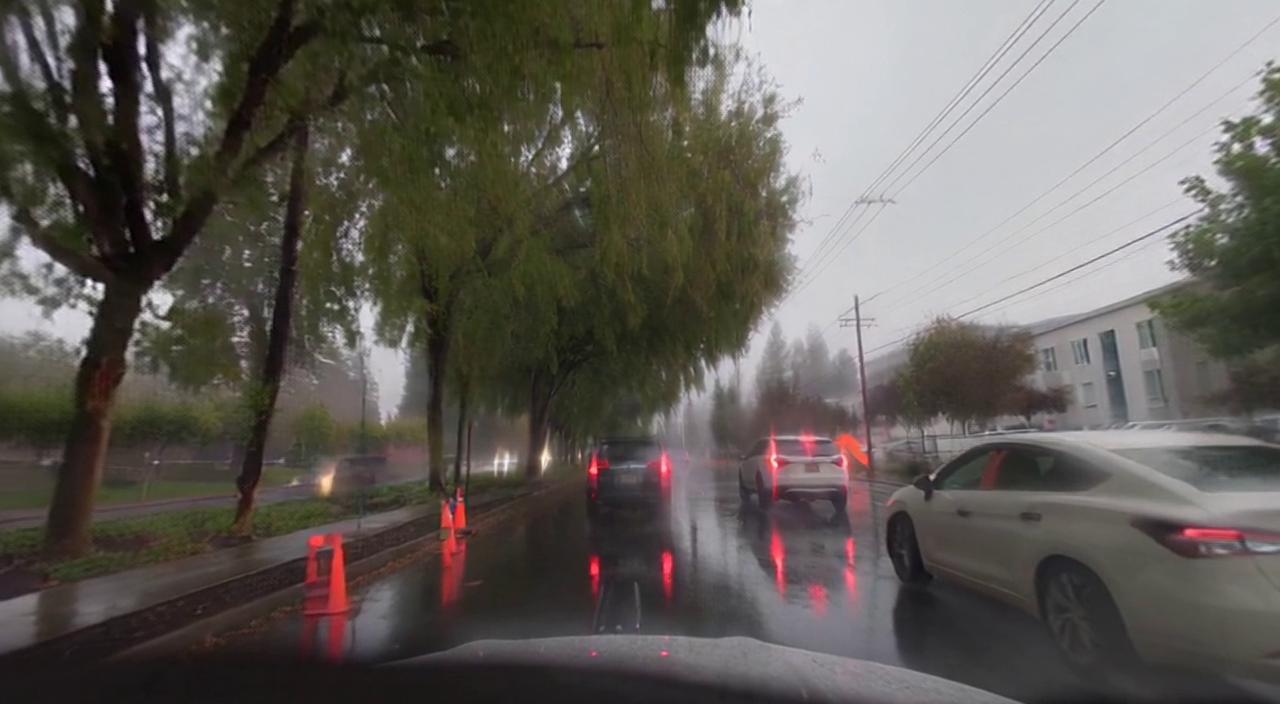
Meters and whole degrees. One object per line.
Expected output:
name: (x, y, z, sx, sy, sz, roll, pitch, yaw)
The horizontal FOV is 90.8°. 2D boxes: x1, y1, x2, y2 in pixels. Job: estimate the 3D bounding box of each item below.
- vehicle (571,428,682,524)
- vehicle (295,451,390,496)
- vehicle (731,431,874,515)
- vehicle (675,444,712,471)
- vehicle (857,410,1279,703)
vehicle: (-0.294, 2.599, 13.765, 2.050, 1.745, 3.915, 0, -8, -1)
vehicle: (-12.664, 5.152, 27.241, 1.911, 1.693, 4.452, -1, -8, 0)
vehicle: (3.746, 2.882, 15.609, 2.116, 1.726, 4.672, 0, -8, -2)
vehicle: (3.752, 7.518, 45.273, 2.175, 1.788, 4.271, 0, -8, -2)
vehicle: (3.393, 1.265, 4.539, 1.977, 1.460, 4.565, 0, -8, -1)
